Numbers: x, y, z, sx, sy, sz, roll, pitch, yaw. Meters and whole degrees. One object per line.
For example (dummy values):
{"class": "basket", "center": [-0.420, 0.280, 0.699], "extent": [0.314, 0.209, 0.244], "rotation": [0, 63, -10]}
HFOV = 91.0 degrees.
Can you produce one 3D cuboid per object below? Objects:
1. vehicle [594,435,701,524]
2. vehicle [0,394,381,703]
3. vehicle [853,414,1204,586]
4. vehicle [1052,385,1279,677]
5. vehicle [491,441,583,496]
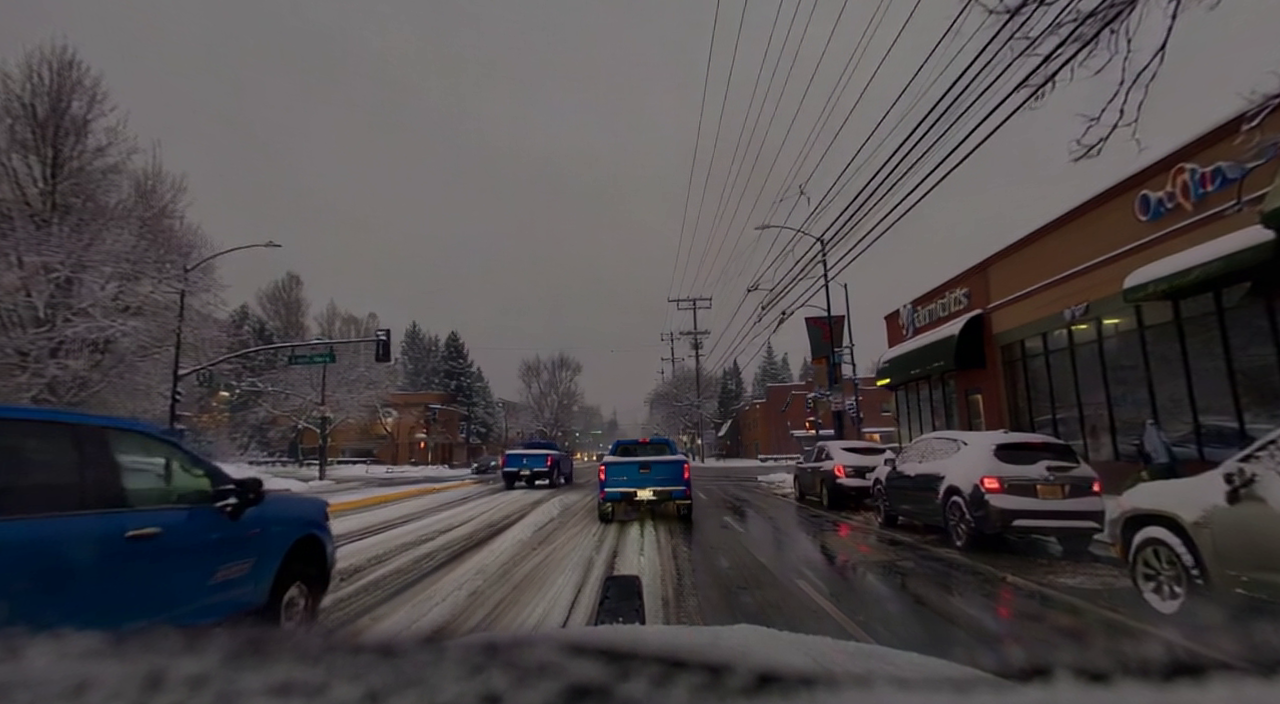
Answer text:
{"class": "vehicle", "center": [0.250, 2.860, 14.713], "extent": [2.089, 1.699, 4.650], "rotation": [0, -9, 3]}
{"class": "vehicle", "center": [-3.184, 1.007, 2.705], "extent": [1.995, 1.554, 4.618], "rotation": [0, -9, 3]}
{"class": "vehicle", "center": [4.924, 1.930, 9.134], "extent": [2.007, 1.786, 4.870], "rotation": [0, -9, 1]}
{"class": "vehicle", "center": [4.905, 1.055, 3.582], "extent": [2.014, 1.755, 4.520], "rotation": [0, -9, 0]}
{"class": "vehicle", "center": [-3.634, 4.233, 23.296], "extent": [2.140, 1.768, 5.092], "rotation": [0, -9, 5]}
